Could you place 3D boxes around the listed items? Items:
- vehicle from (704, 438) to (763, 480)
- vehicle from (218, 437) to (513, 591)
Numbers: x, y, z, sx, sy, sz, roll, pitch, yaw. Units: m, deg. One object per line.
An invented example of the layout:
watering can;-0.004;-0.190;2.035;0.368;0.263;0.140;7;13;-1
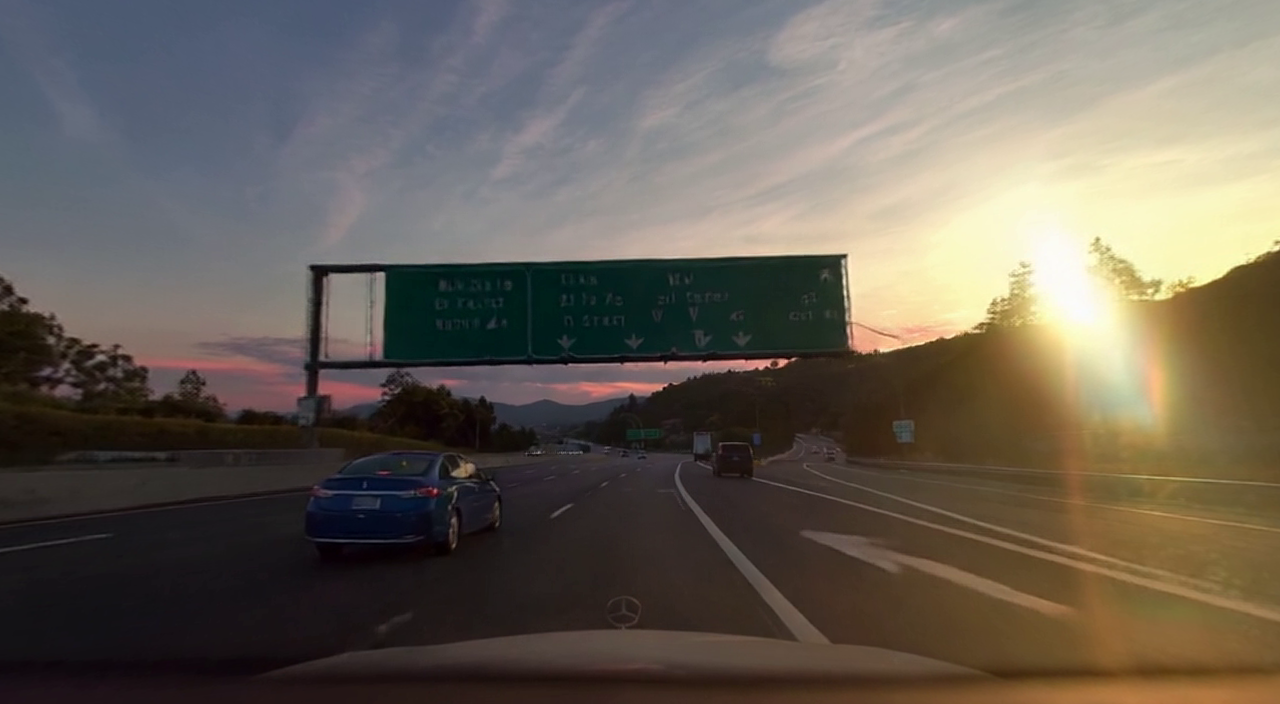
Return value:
vehicle;4.395;5.124;30.424;2.225;1.833;4.340;0;-9;1
vehicle;-3.155;1.941;8.452;1.937;1.490;4.372;0;-9;1
